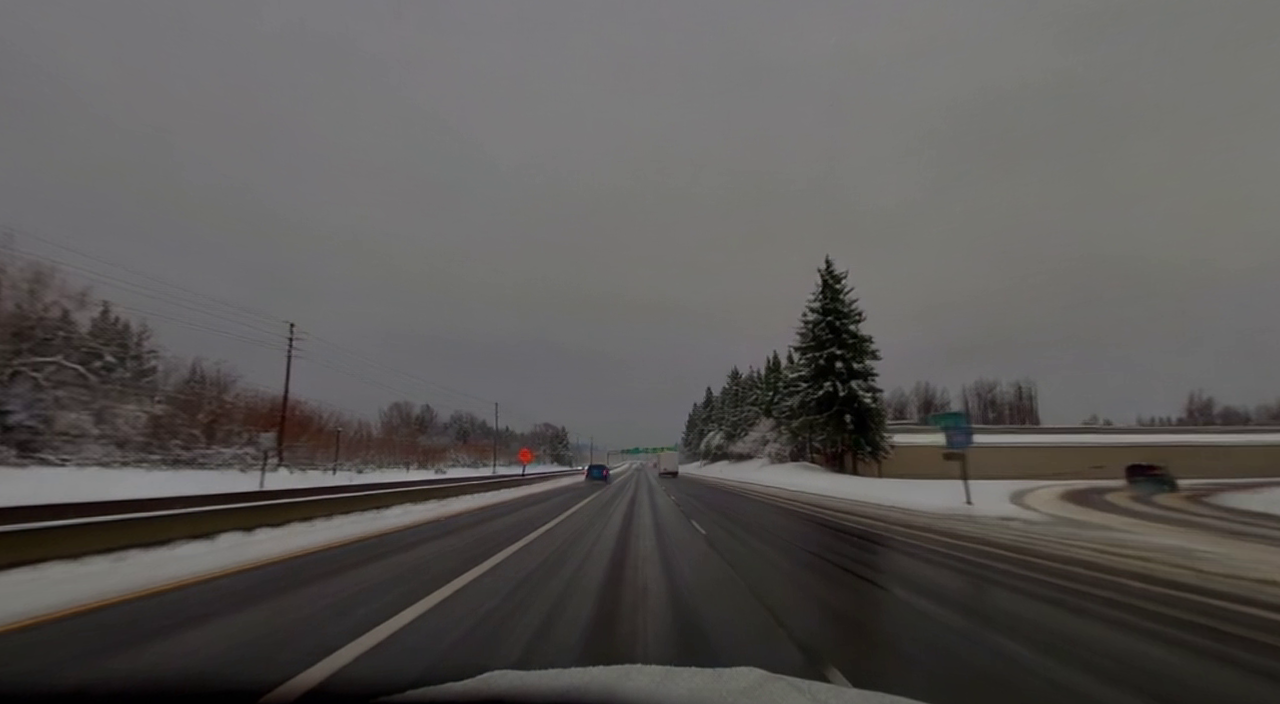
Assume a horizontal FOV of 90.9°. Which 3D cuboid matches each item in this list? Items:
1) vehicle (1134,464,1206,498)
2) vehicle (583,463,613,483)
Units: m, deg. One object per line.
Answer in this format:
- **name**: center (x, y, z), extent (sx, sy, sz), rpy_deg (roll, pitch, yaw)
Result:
- **vehicle**: center (31.197, 7.539, 37.007), extent (5.018, 1.781, 2.164), rpy_deg (9, -13, -39)
- **vehicle**: center (-3.227, 9.482, 49.484), extent (2.045, 1.487, 4.582), rpy_deg (1, -10, 0)
